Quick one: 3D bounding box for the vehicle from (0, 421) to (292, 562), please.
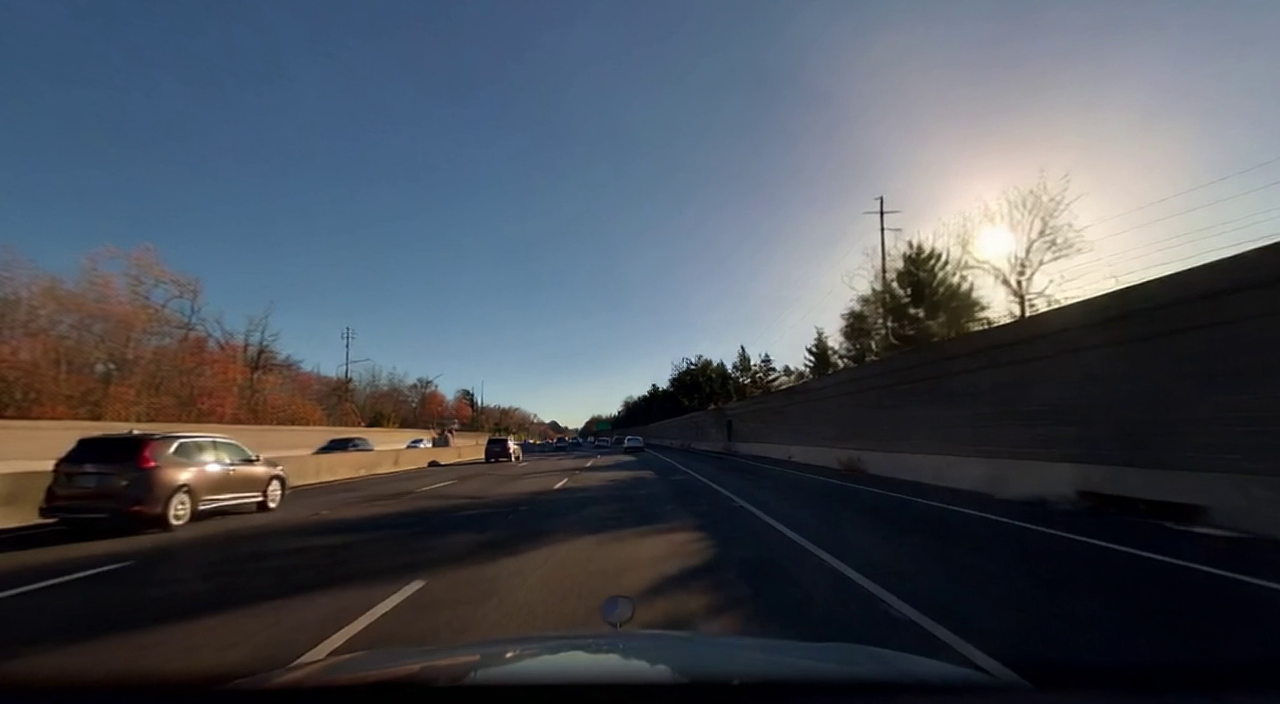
[{"bbox_3d":[-7.457,1.839,9.248,2.003,1.523,4.741,0,-8,-1],"label":"vehicle"}]

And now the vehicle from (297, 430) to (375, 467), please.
[{"bbox_3d":[-16.470,5.215,34.339,1.939,1.878,4.695,0,-8,-1],"label":"vehicle"}]

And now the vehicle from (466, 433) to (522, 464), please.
[{"bbox_3d":[-7.637,5.072,33.221,1.972,1.532,4.222,0,-8,-1],"label":"vehicle"}]
